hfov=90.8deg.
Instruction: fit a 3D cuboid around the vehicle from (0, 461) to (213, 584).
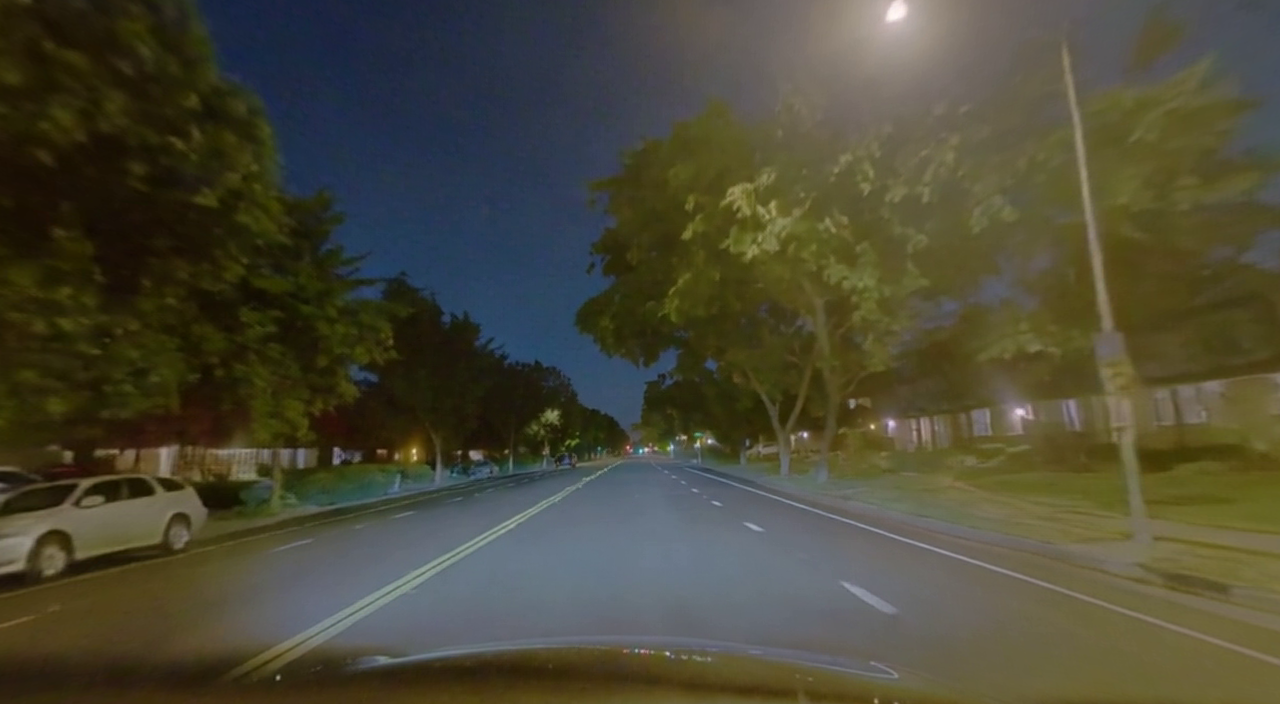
[{"bbox_3d":[-9.540,2.711,10.471,1.931,1.465,4.683,-5,-8,-3],"label":"vehicle"}]
